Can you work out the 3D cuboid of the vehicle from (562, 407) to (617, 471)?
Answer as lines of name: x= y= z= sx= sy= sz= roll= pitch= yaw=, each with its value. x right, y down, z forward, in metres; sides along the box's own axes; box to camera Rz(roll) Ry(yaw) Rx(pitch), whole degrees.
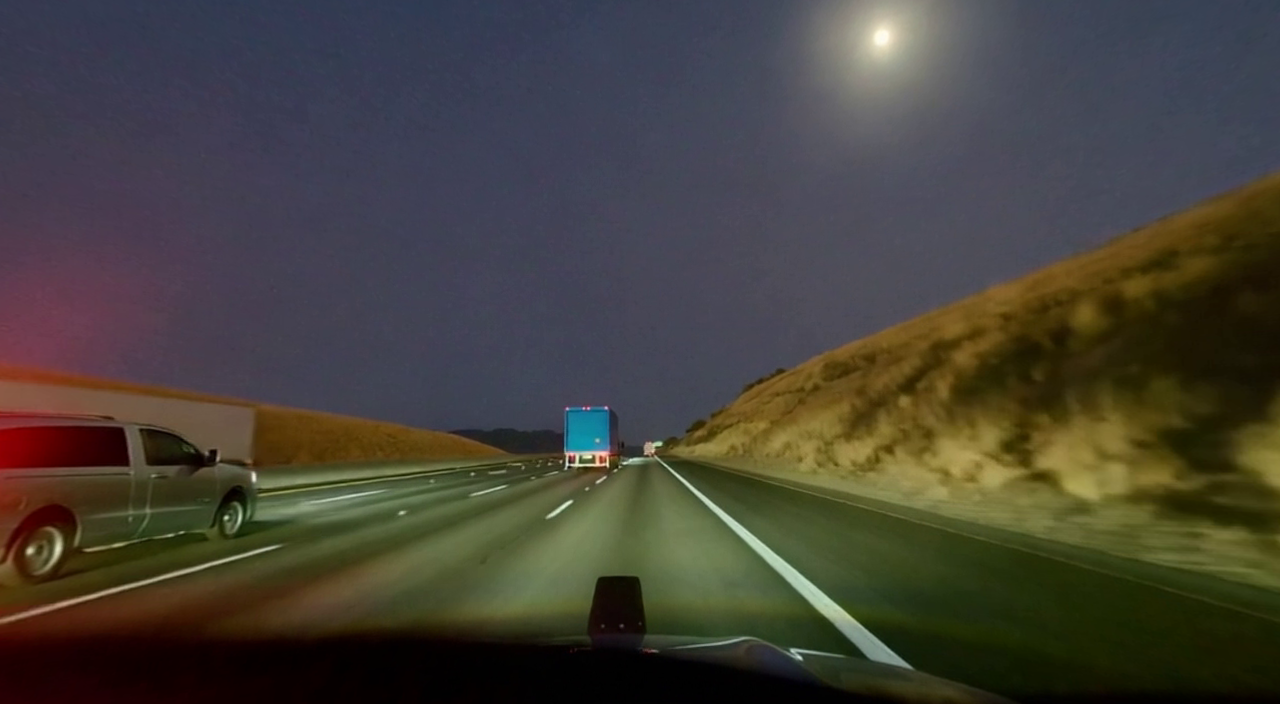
vehicle: x=-3.496 y=6.656 z=47.902 sx=2.893 sy=4.073 sz=15.281 roll=0 pitch=-8 yaw=0

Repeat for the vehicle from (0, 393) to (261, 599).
vehicle: x=-6.914 y=1.491 z=6.949 sx=2.175 sy=1.860 sz=5.236 roll=0 pitch=-8 yaw=0
